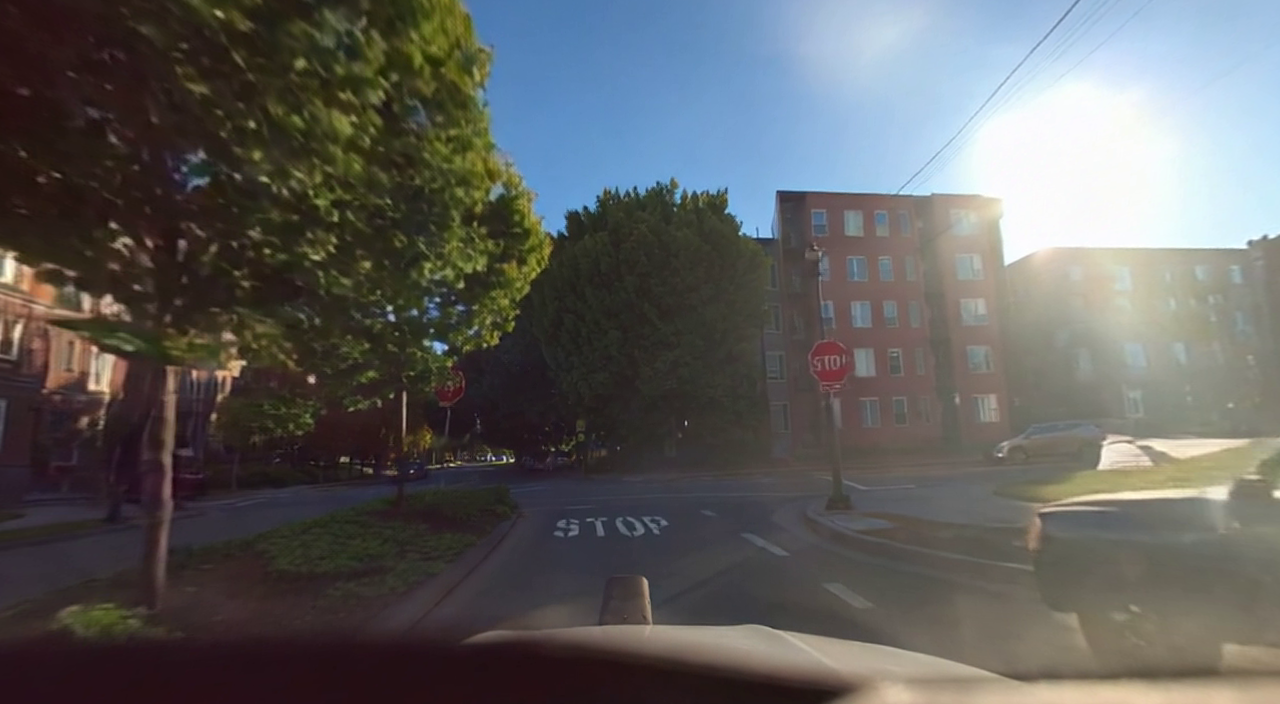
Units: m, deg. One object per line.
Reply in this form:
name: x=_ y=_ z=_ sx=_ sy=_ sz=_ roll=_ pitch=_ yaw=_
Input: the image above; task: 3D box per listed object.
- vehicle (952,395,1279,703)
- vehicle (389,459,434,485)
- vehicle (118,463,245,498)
vehicle: x=4.107 y=0.845 z=2.543 sx=2.065 sy=1.529 sz=4.709 roll=1 pitch=-11 yaw=-25
vehicle: x=-14.563 y=7.636 z=40.410 sx=2.027 sy=1.475 sz=4.522 roll=1 pitch=-9 yaw=-12
vehicle: x=-21.839 y=6.106 z=30.122 sx=4.654 sy=1.503 sz=1.951 roll=-1 pitch=-9 yaw=4
